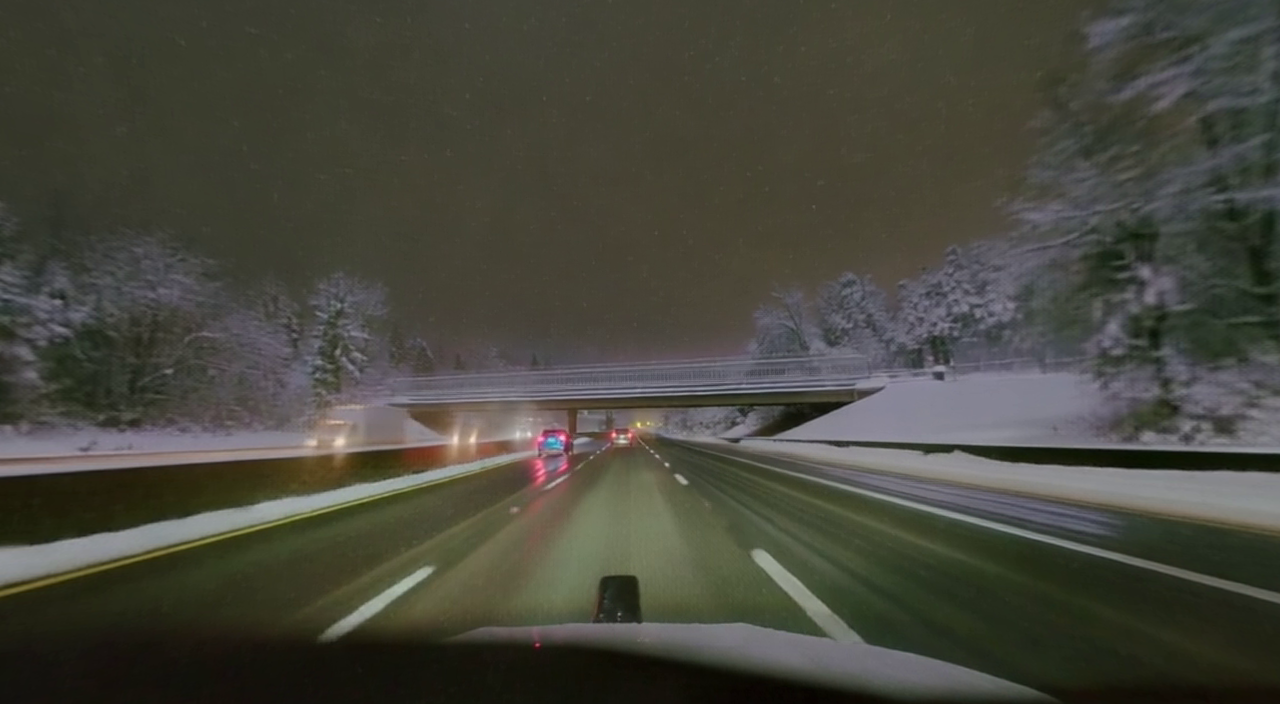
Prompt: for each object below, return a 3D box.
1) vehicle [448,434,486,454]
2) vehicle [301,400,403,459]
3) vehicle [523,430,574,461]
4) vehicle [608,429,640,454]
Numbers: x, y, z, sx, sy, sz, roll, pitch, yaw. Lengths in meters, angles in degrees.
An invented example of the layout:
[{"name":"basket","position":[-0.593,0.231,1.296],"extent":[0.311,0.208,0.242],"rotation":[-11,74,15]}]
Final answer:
[{"name":"vehicle","position":[-13.349,7.128,48.685],"extent":[1.875,1.479,3.819],"rotation":[0,-8,1]},{"name":"vehicle","position":[-20.831,5.761,46.322],"extent":[2.968,3.835,9.465],"rotation":[0,-8,0]},{"name":"vehicle","position":[-4.804,4.949,33.561],"extent":[2.017,1.537,4.496],"rotation":[0,-8,0]},{"name":"vehicle","position":[-1.073,6.179,43.680],"extent":[2.116,1.625,4.004],"rotation":[0,-8,0]}]
